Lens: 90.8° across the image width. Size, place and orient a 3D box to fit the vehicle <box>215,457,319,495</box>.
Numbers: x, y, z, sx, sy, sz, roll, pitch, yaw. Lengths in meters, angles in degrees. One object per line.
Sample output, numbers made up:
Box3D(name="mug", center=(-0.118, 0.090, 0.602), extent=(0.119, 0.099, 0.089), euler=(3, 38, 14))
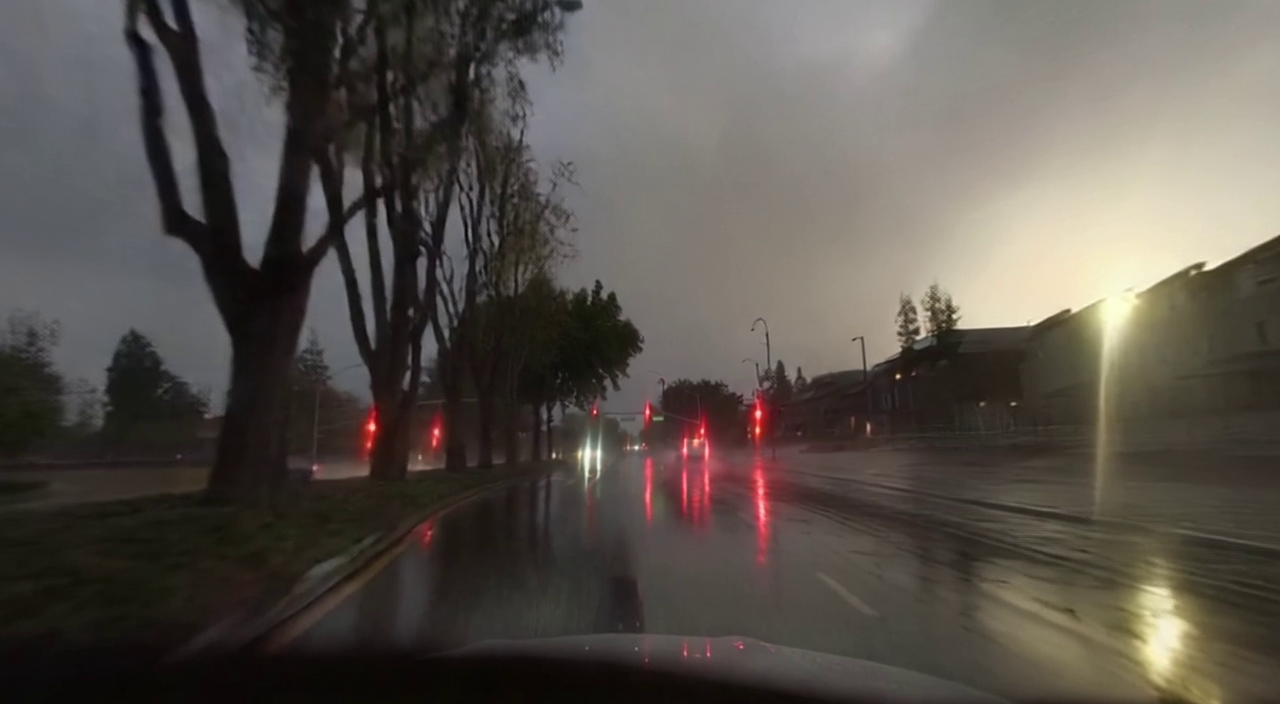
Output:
Box3D(name="vehicle", center=(-16.261, 5.398, 27.854), extent=(1.938, 1.468, 4.375), euler=(0, -9, 0))

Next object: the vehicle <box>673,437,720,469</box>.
Box3D(name="vehicle", center=(3.394, 6.229, 38.984), extent=(2.229, 1.795, 4.927), euler=(0, -9, -2))
